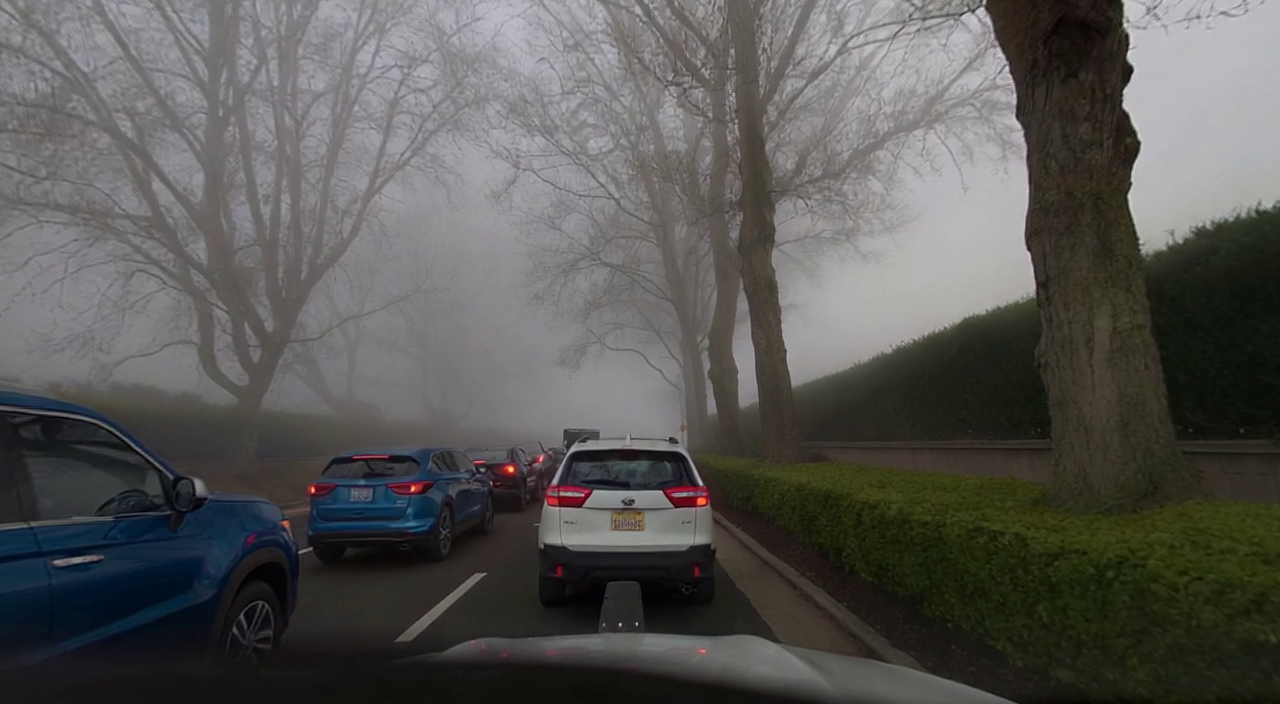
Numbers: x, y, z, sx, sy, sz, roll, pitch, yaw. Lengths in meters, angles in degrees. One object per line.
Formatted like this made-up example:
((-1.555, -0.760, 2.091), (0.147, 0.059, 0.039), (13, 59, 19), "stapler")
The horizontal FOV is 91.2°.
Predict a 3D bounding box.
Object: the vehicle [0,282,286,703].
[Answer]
((-3.292, 0.674, 1.268), (2.205, 1.913, 5.327), (-6, -8, -2), "vehicle")

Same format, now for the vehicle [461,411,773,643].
((-0.187, 1.527, 6.425), (2.154, 1.581, 4.007), (0, -9, -1), "vehicle")

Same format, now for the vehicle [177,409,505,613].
((-3.421, 1.855, 8.322), (2.256, 1.728, 4.421), (-6, -8, -2), "vehicle")
